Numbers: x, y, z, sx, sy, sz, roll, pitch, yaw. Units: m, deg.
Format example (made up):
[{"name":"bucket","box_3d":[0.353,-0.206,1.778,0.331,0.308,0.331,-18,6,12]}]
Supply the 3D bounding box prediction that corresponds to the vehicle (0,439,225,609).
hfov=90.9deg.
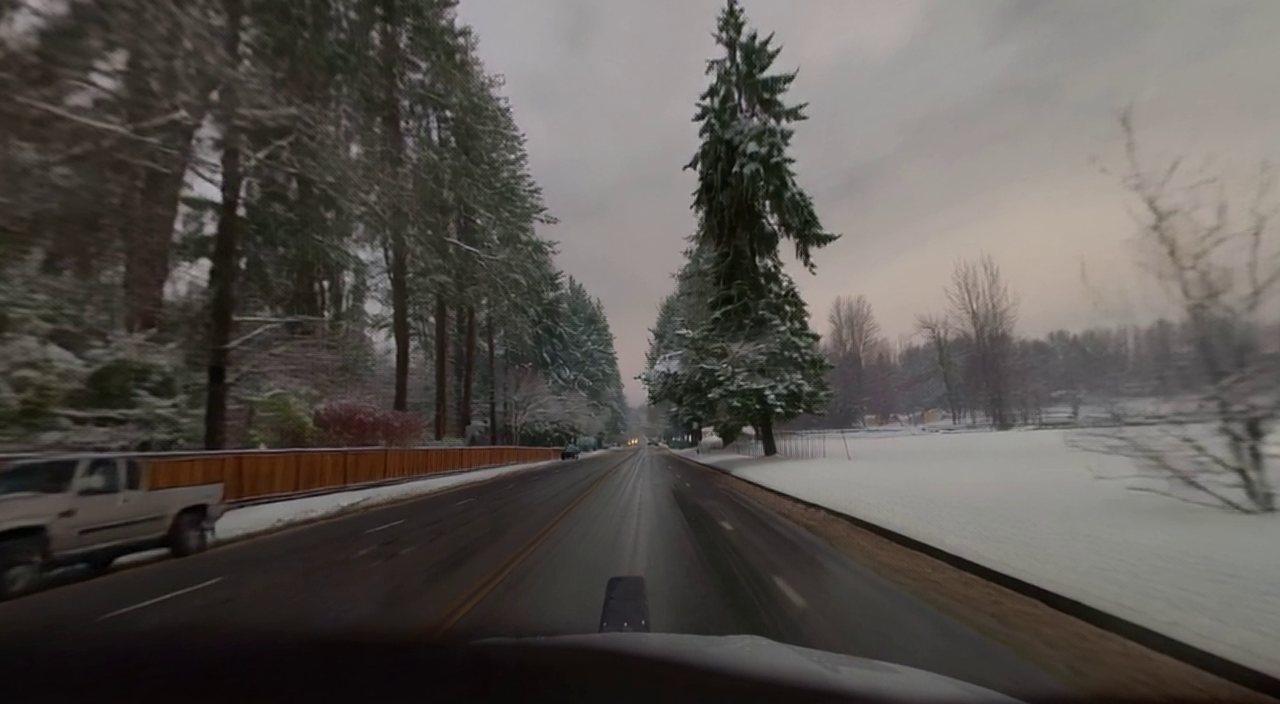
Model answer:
[{"name":"vehicle","box_3d":[-7.744,2.076,8.150,1.945,1.760,4.021,-3,-8,2]}]
